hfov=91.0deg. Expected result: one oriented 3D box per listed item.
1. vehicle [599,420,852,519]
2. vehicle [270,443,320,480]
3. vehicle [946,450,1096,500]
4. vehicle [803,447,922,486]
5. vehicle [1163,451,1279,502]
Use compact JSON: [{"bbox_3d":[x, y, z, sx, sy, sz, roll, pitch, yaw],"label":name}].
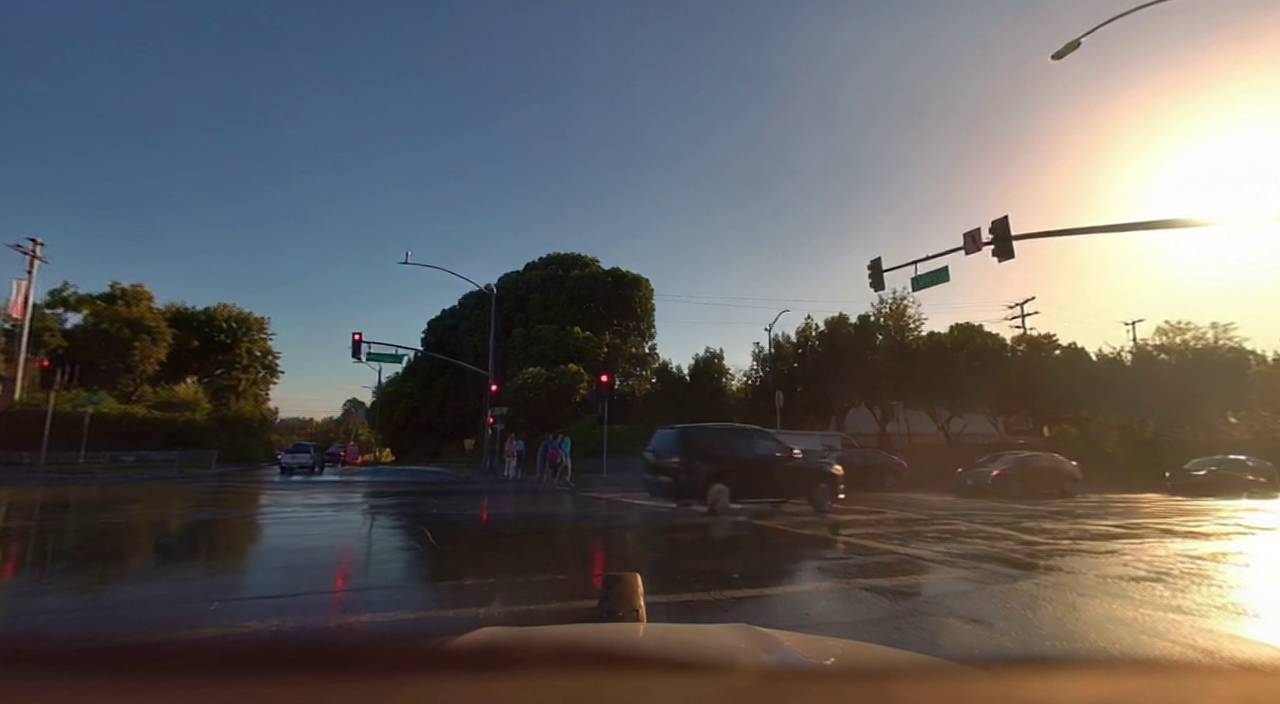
[{"bbox_3d":[1.667,2.343,12.867,4.633,1.739,2.090,3,-9,-17],"label":"vehicle"},{"bbox_3d":[-20.517,6.481,37.698,2.243,2.011,5.631,5,-10,-26],"label":"vehicle"},{"bbox_3d":[14.062,4.494,23.362,4.356,1.498,1.957,-2,-8,-8],"label":"vehicle"},{"bbox_3d":[9.661,4.970,27.497,4.537,1.608,1.827,2,-9,-10],"label":"vehicle"},{"bbox_3d":[23.410,4.854,24.757,4.322,1.522,1.795,-3,-9,-11],"label":"vehicle"}]
